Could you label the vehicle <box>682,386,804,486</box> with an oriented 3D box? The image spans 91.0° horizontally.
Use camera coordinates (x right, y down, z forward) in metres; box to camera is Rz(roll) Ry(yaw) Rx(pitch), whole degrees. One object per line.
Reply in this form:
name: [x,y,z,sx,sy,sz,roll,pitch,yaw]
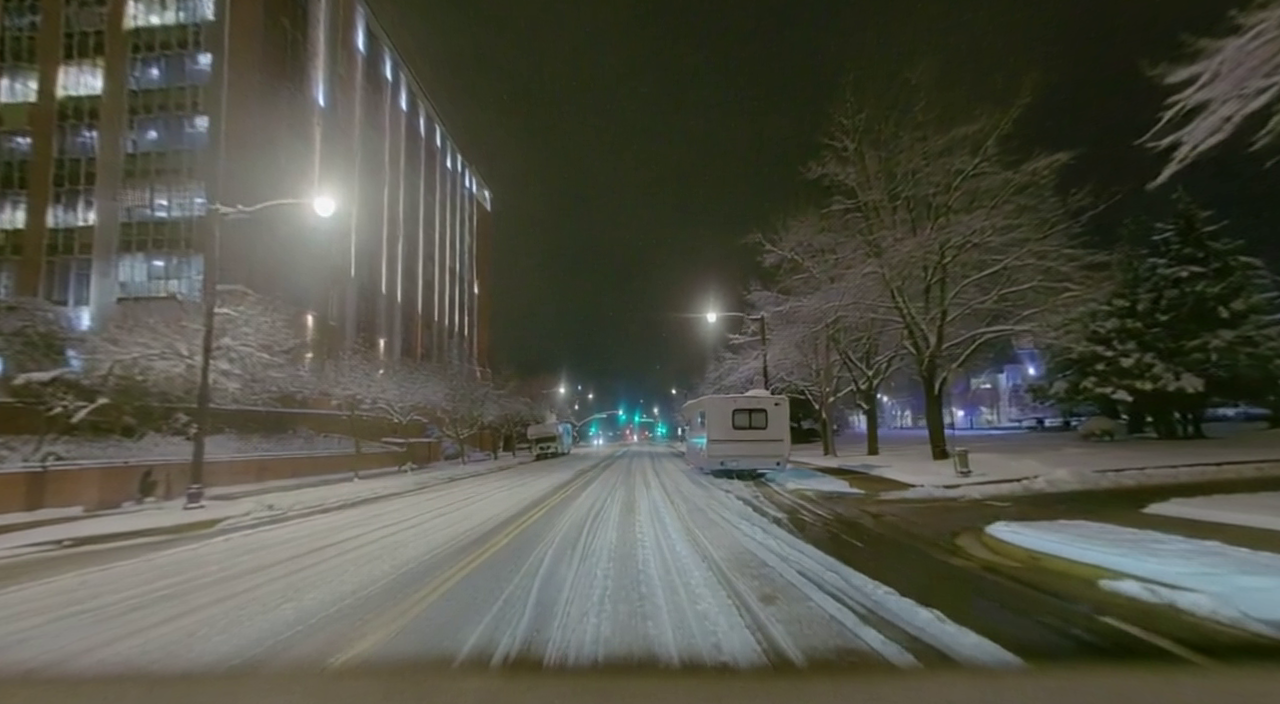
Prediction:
vehicle: [3.611,3.222,24.567,3.074,3.099,8.805,1,-7,-1]
